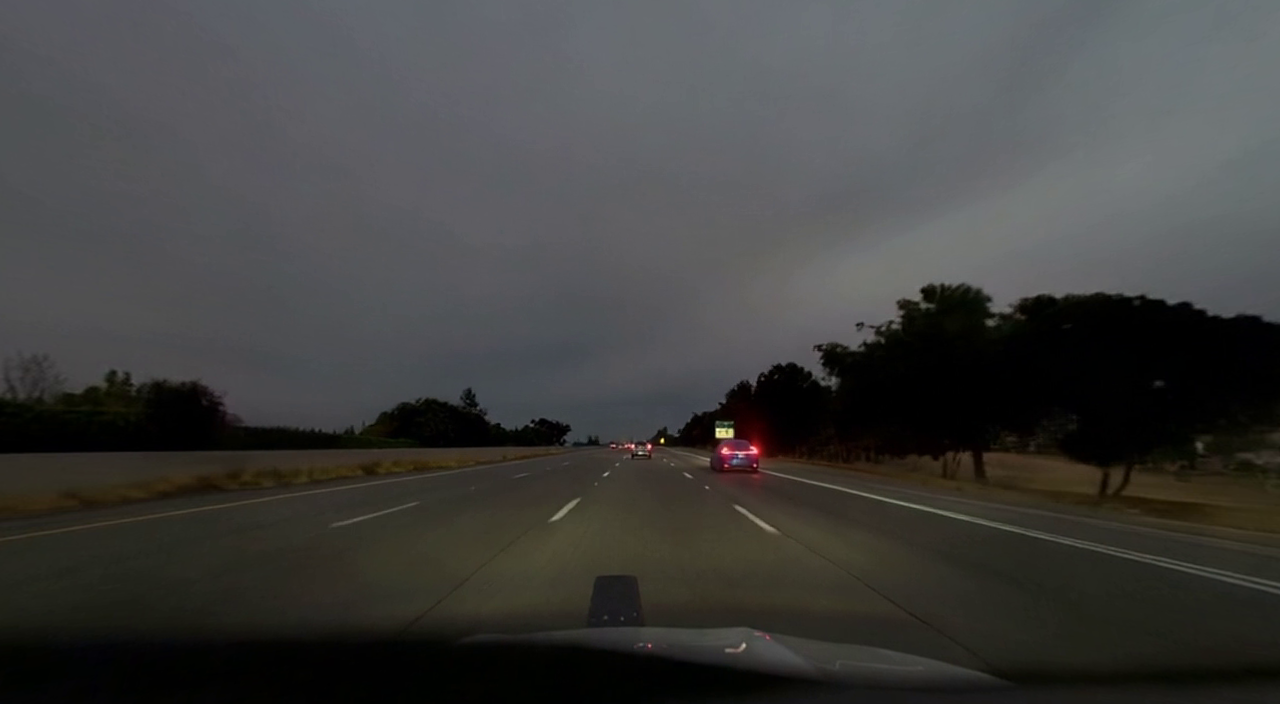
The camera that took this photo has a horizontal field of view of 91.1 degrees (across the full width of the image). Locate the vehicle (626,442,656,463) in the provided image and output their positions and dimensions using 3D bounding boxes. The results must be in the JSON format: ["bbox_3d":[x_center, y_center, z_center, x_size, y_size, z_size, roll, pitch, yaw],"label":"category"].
[{"bbox_3d":[0.066,7.335,45.777,2.052,1.449,3.857,0,-8,0],"label":"vehicle"}]

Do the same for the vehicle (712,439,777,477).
[{"bbox_3d":[4.477,4.606,27.585,2.008,1.524,4.598,0,-8,-1],"label":"vehicle"}]
